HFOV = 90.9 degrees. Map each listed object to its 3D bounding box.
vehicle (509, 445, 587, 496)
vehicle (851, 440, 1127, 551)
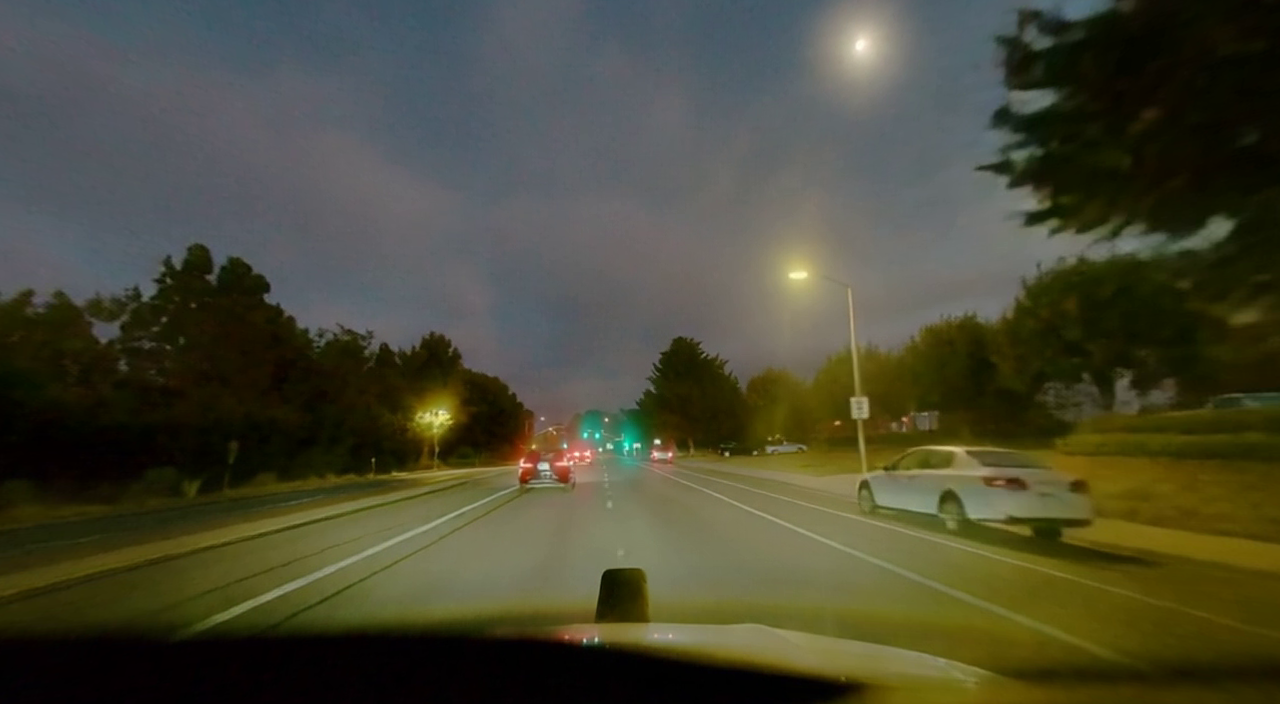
[{"bbox_3d":[-2.879,3.799,20.696,2.099,1.470,4.302,0,-8,-3],"label":"vehicle"},{"bbox_3d":[5.688,2.353,11.183,2.164,1.511,4.571,0,-8,-2],"label":"vehicle"}]
